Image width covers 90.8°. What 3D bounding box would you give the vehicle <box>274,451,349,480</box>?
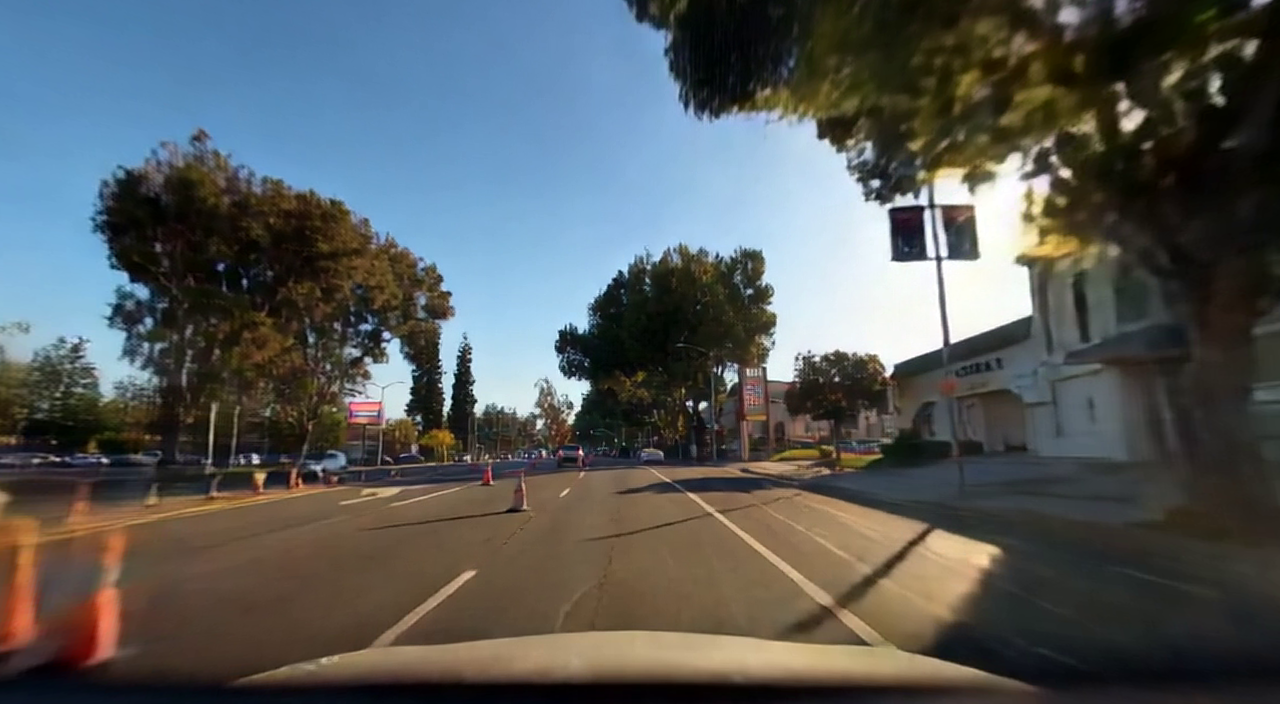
[{"bbox_3d":[-18.076,6.240,35.001,1.866,1.477,4.445,0,-9,-1],"label":"vehicle"}]
